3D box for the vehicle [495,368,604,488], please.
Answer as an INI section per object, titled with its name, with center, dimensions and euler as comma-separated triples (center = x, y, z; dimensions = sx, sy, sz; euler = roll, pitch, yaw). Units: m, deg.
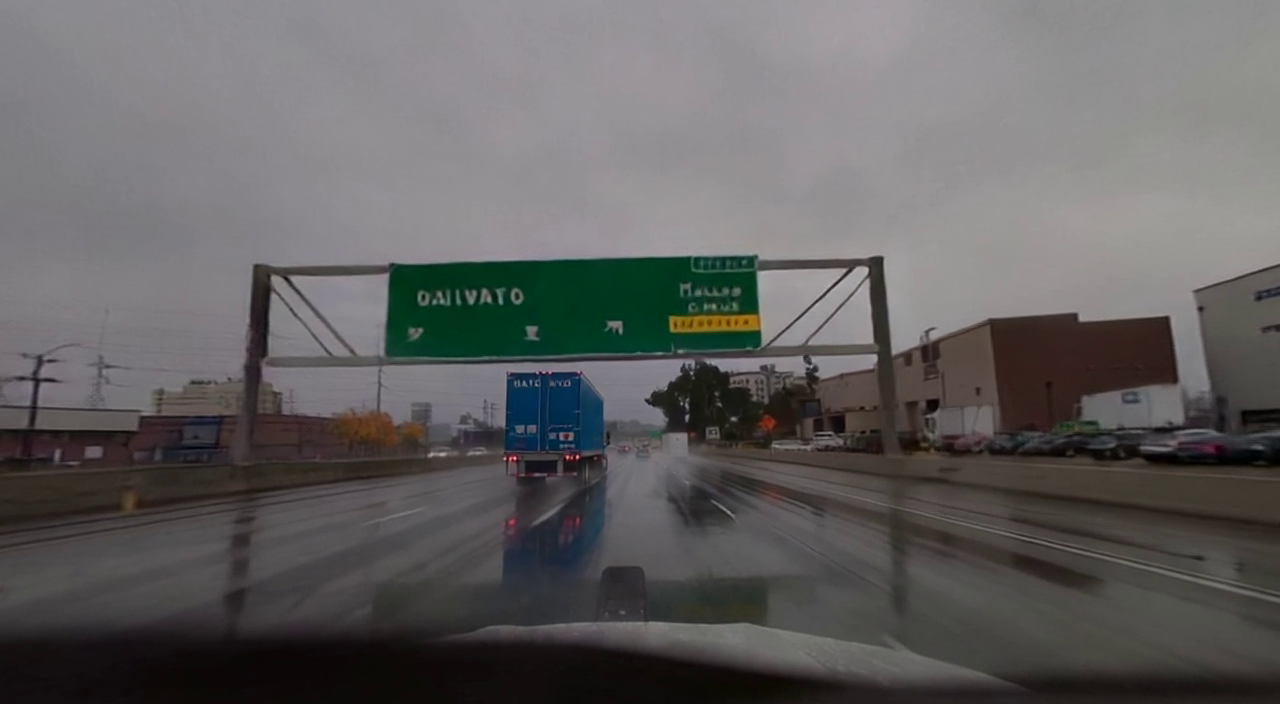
[vehicle]
center = -3.304, 3.144, 25.826
dimensions = 2.977, 4.048, 8.890
euler = 0, -7, 1
